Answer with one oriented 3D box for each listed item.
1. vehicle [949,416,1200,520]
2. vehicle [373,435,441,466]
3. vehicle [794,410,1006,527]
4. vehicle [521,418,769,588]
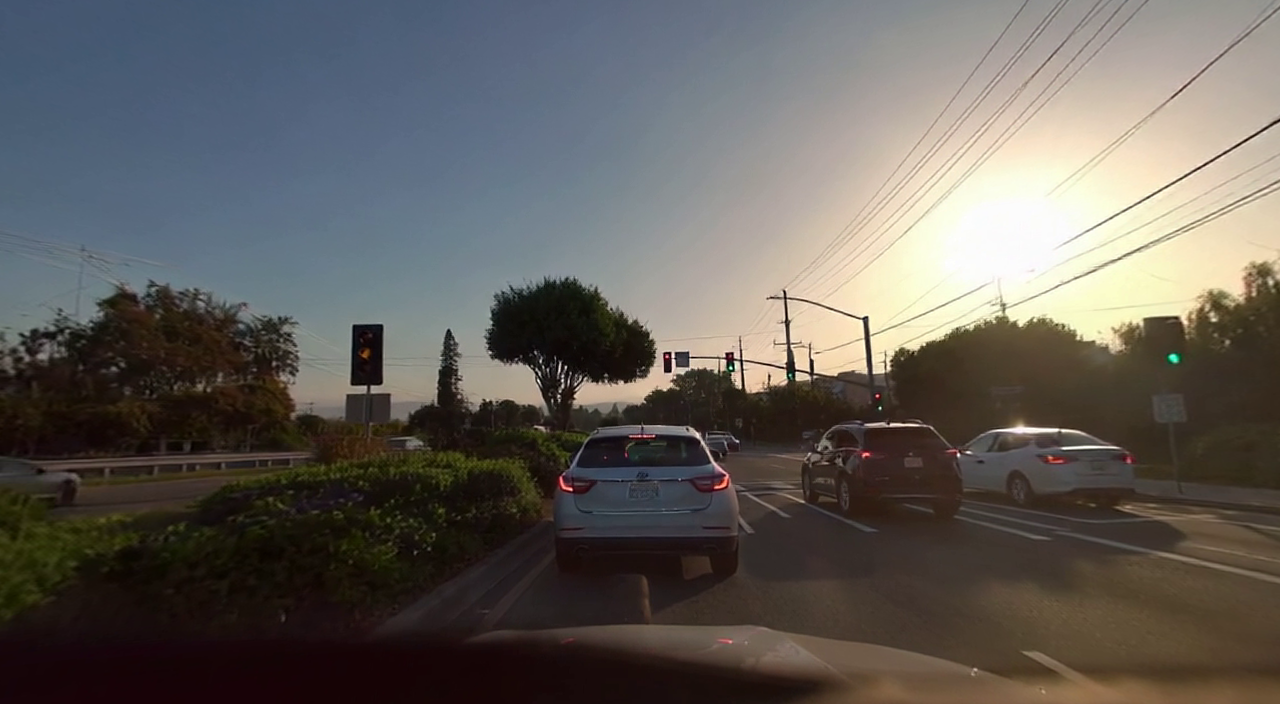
[{"bbox_3d":[8.298,2.256,12.688,1.993,1.712,4.322,0,-8,1],"label":"vehicle"},{"bbox_3d":[-16.049,6.840,43.846,2.262,1.967,5.814,-1,-8,3],"label":"vehicle"},{"bbox_3d":[4.439,2.073,11.678,2.140,1.753,4.256,0,-8,1],"label":"vehicle"},{"bbox_3d":[0.063,1.676,7.894,2.208,1.498,4.401,0,-8,1],"label":"vehicle"}]
